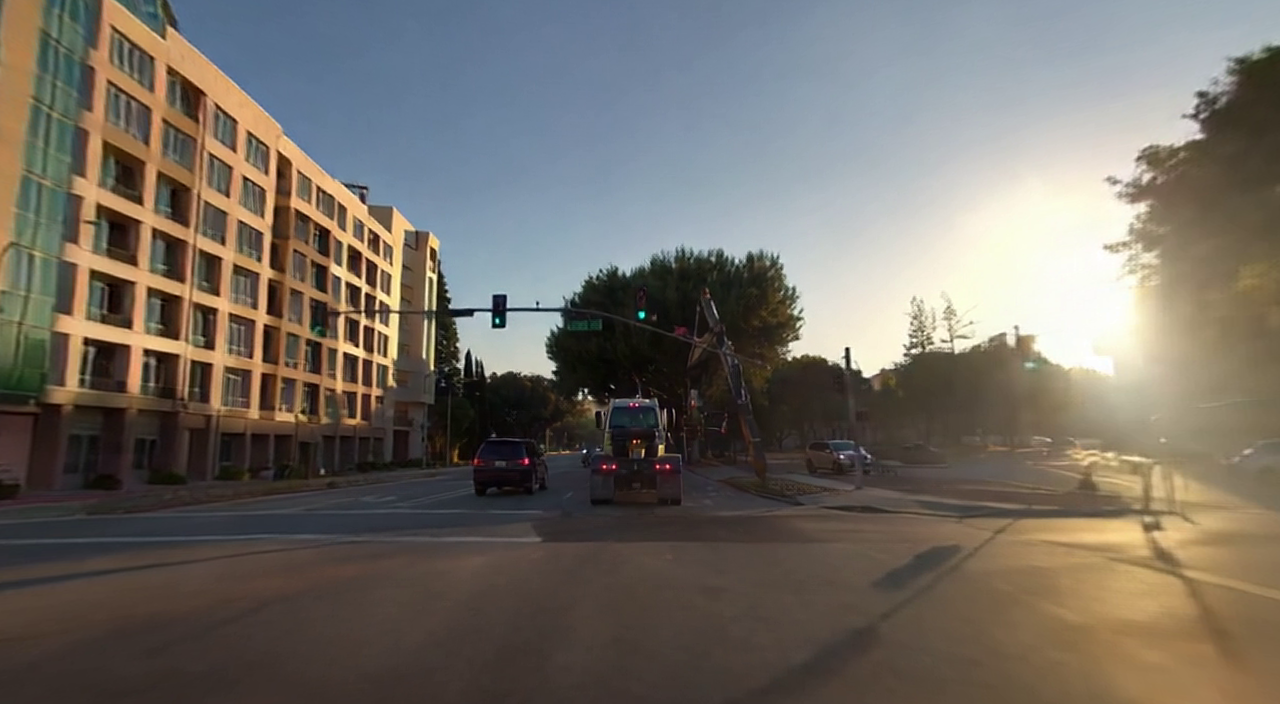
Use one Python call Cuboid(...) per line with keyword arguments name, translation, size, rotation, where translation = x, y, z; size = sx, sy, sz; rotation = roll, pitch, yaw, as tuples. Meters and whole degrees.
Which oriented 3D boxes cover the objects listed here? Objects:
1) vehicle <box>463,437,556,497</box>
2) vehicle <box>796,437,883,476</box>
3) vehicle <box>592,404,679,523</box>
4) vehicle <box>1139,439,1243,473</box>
Cuboid(name="vehicle", translation=(-3.991, 3.598, 20.078), size=(2.081, 1.688, 4.235), rotation=(0, -9, 0))
Cuboid(name="vehicle", translation=(10.004, 5.298, 32.121), size=(2.186, 1.783, 4.716), rotation=(1, -9, -11))
Cuboid(name="vehicle", translation=(-0.270, 4.147, 24.230), size=(2.552, 3.461, 11.044), rotation=(1, -9, -1))
Cuboid(name="vehicle", translation=(25.326, 4.783, 29.027), size=(3.565, 1.369, 1.647), rotation=(-1, -9, -12))
